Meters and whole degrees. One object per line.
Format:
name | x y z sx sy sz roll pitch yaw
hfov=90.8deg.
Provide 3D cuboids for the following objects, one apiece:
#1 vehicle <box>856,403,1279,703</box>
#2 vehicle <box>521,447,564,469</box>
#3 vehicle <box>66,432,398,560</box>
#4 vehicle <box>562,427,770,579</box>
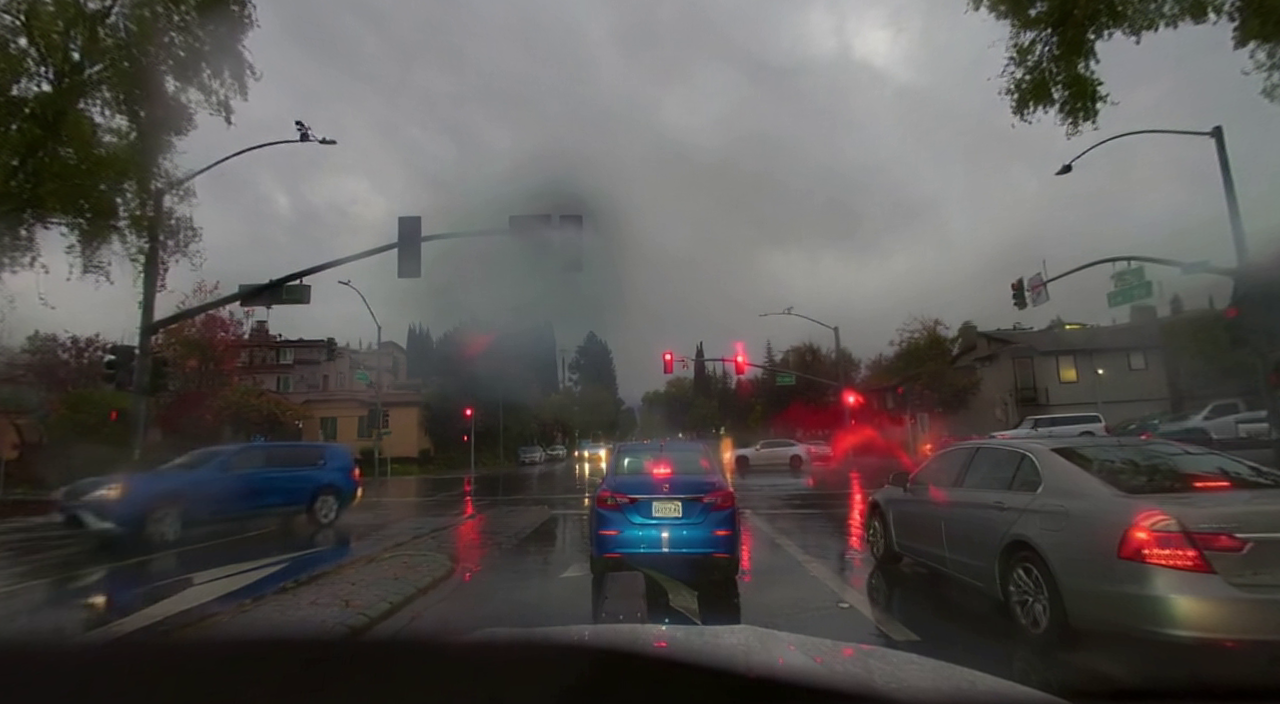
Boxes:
vehicle | 3.661 1.341 5.446 1.888 1.486 4.681 0 -9 -1
vehicle | -6.917 7.581 45.311 2.093 1.476 4.278 -1 -9 4
vehicle | -6.599 2.314 11.045 1.996 1.705 4.577 -3 -9 16
vehicle | 0.298 1.817 8.331 2.090 1.505 3.756 -1 -9 1
